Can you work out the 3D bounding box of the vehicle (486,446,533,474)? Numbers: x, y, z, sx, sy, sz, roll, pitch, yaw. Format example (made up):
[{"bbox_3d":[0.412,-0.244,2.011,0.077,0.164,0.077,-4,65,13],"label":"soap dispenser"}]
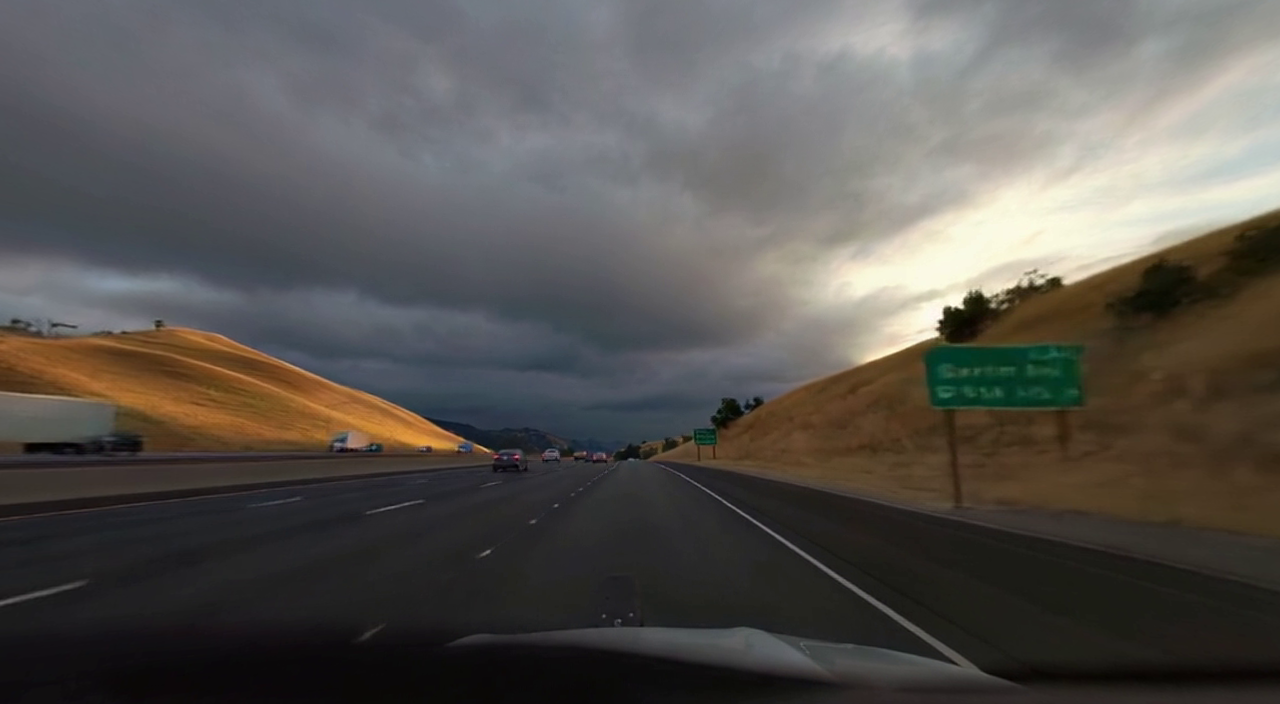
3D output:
[{"bbox_3d":[-8.086,6.744,39.487,2.045,1.624,4.338,0,-9,-1],"label":"vehicle"}]

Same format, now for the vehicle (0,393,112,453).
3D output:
[{"bbox_3d":[-44.587,4.899,43.271,2.908,4.006,16.541,1,-9,-3],"label":"vehicle"}]
